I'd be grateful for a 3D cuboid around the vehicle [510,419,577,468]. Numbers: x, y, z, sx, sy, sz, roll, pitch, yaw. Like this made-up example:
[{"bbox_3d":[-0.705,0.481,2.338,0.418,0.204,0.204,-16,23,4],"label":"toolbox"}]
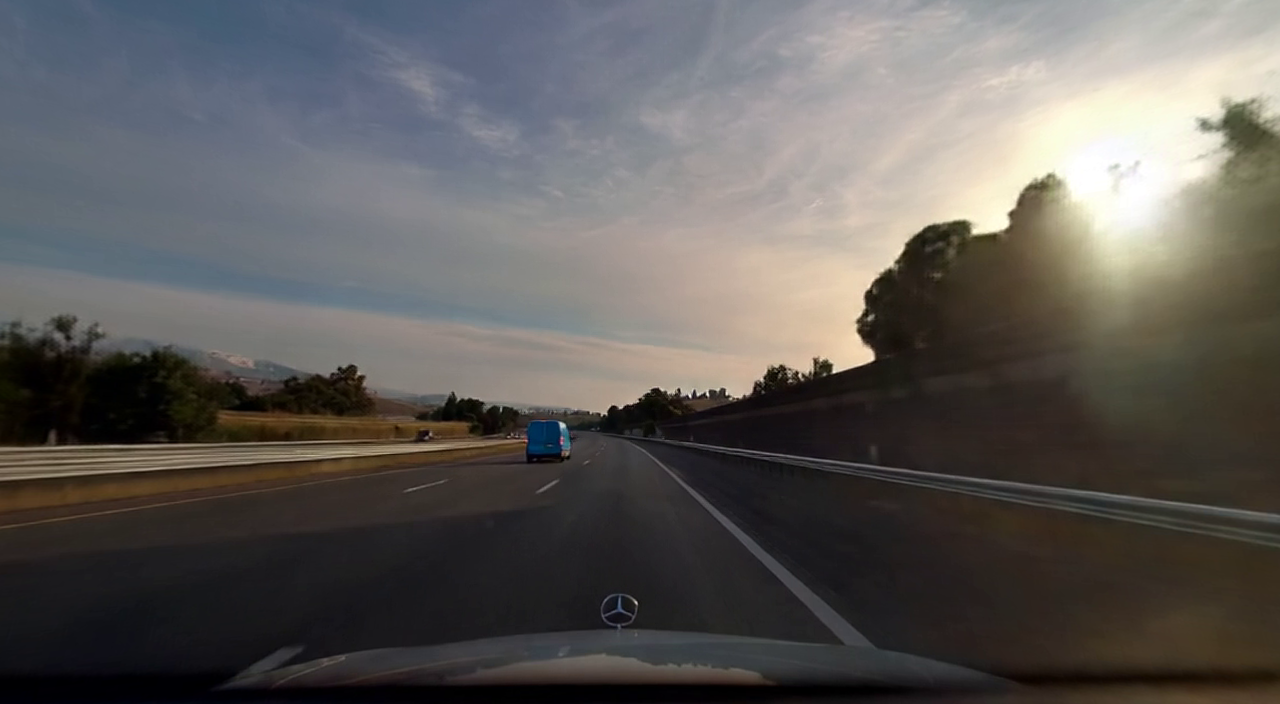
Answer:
[{"bbox_3d":[-4.331,4.202,29.089,2.309,2.053,4.884,0,-8,0],"label":"vehicle"}]
